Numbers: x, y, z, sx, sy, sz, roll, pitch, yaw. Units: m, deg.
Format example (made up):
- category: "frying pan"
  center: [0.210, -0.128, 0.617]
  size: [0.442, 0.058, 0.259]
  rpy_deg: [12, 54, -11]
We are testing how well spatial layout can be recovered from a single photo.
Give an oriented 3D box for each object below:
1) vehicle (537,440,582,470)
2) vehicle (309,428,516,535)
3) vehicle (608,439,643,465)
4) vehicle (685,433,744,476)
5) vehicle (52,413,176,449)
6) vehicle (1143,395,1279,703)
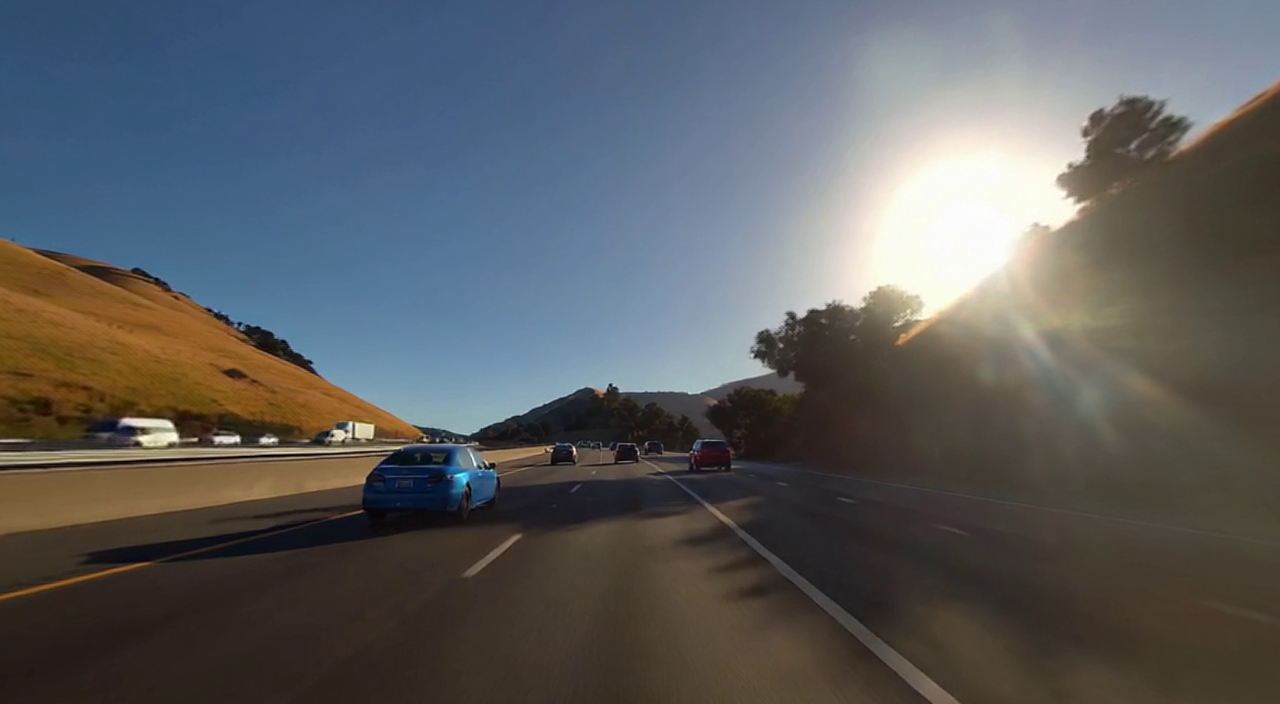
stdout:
- category: "vehicle"
  center: [-4.124, 5.356, 32.824]
  size: [1.796, 1.464, 3.839]
  rpy_deg: [0, -9, 0]
- category: "vehicle"
  center: [-3.686, 2.177, 11.189]
  size: [1.993, 1.500, 4.248]
  rpy_deg: [0, -9, 1]
- category: "vehicle"
  center: [-0.872, 6.356, 40.051]
  size: [2.147, 1.572, 4.094]
  rpy_deg: [0, -9, 0]
- category: "vehicle"
  center: [3.429, 4.861, 30.056]
  size: [2.222, 1.820, 4.733]
  rpy_deg: [0, -9, 0]
- category: "vehicle"
  center: [-36.355, 5.591, 43.944]
  size: [2.560, 2.239, 7.013]
  rpy_deg: [0, -9, 0]
- category: "vehicle"
  center: [3.401, 0.656, 0.514]
  size: [2.136, 1.511, 4.706]
  rpy_deg: [0, -9, 1]
